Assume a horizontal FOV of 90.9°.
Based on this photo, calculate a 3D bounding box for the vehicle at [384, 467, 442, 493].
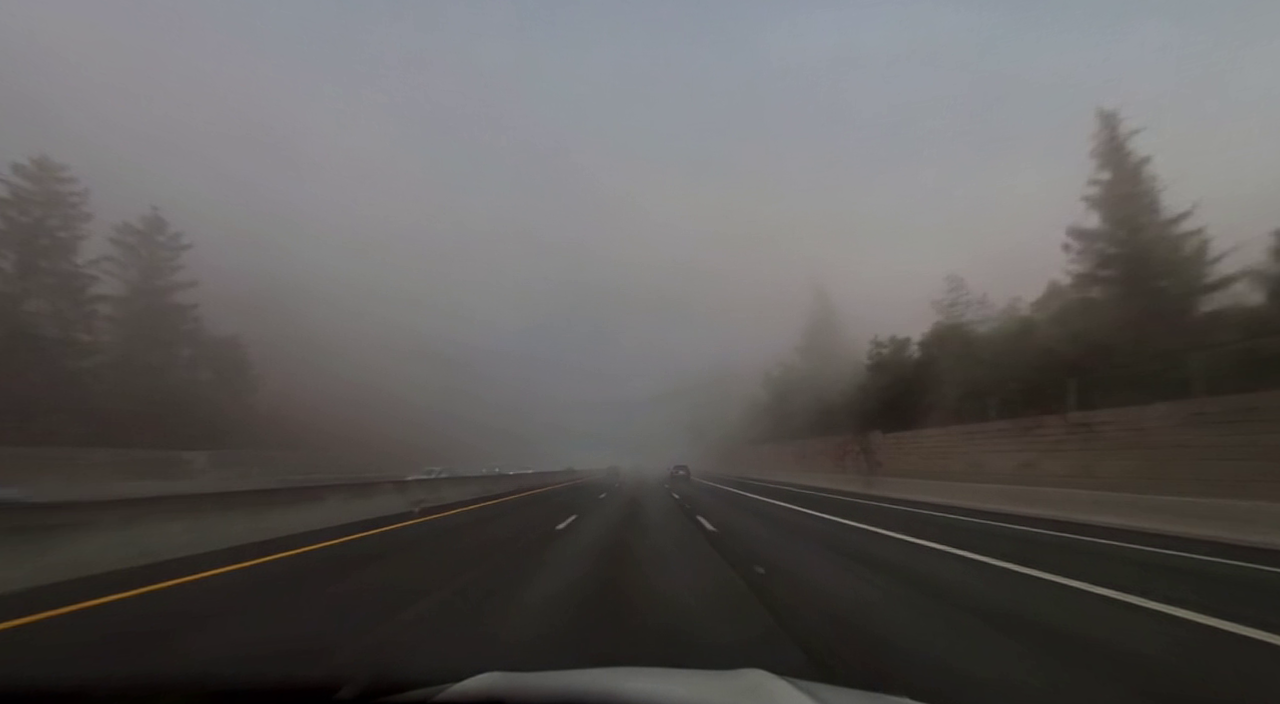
[{"bbox_3d":[-14.389,8.140,40.209,1.903,1.514,4.696,1,-10,0],"label":"vehicle"}]
